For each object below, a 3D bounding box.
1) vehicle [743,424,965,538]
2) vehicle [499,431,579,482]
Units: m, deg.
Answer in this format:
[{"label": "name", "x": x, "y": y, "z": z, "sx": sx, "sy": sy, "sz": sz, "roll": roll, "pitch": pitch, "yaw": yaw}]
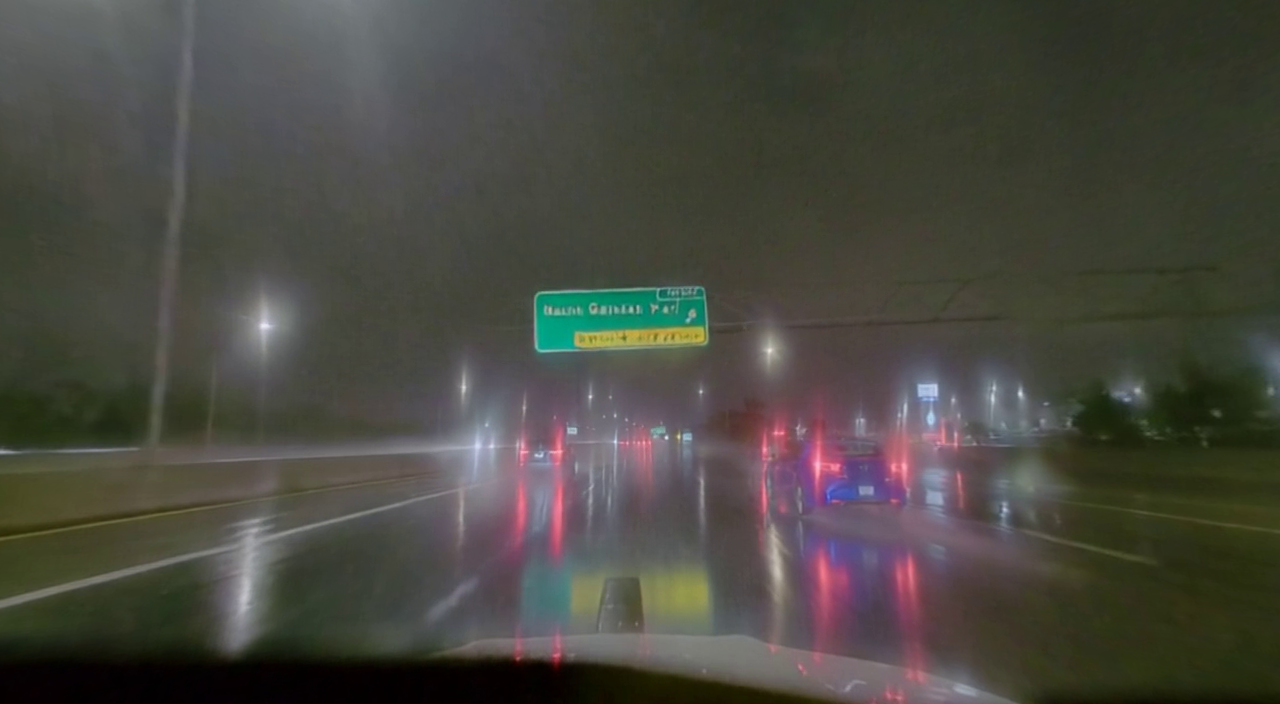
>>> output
[{"label": "vehicle", "x": 3.369, "y": 2.146, "z": 11.229, "sx": 2.107, "sy": 1.550, "sz": 4.949, "roll": 0, "pitch": -8, "yaw": -1}, {"label": "vehicle", "x": -3.714, "y": 3.943, "z": 24.084, "sx": 2.193, "sy": 1.746, "sz": 4.512, "roll": 0, "pitch": -8, "yaw": 1}]
